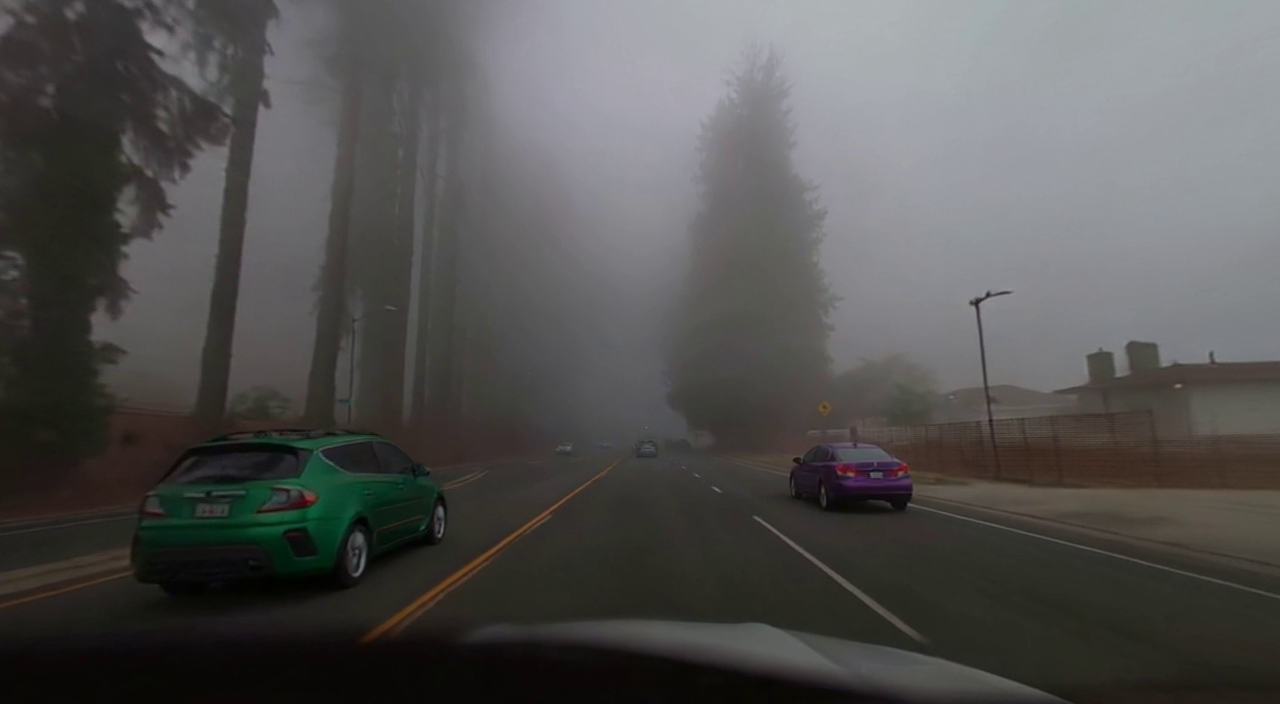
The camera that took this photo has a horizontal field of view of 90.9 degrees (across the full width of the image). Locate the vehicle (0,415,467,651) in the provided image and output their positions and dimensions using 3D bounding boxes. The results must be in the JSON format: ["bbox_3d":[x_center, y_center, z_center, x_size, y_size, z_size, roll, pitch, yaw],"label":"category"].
[{"bbox_3d":[-3.658,1.533,6.722,2.162,1.546,4.889,-1,-7,1],"label":"vehicle"}]

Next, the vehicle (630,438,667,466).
[{"bbox_3d":[0.588,6.311,40.060,2.206,1.525,4.695,-1,-7,1],"label":"vehicle"}]

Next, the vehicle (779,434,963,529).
[{"bbox_3d":[4.228,2.386,12.450,1.943,1.471,4.515,-1,-7,0],"label":"vehicle"}]
